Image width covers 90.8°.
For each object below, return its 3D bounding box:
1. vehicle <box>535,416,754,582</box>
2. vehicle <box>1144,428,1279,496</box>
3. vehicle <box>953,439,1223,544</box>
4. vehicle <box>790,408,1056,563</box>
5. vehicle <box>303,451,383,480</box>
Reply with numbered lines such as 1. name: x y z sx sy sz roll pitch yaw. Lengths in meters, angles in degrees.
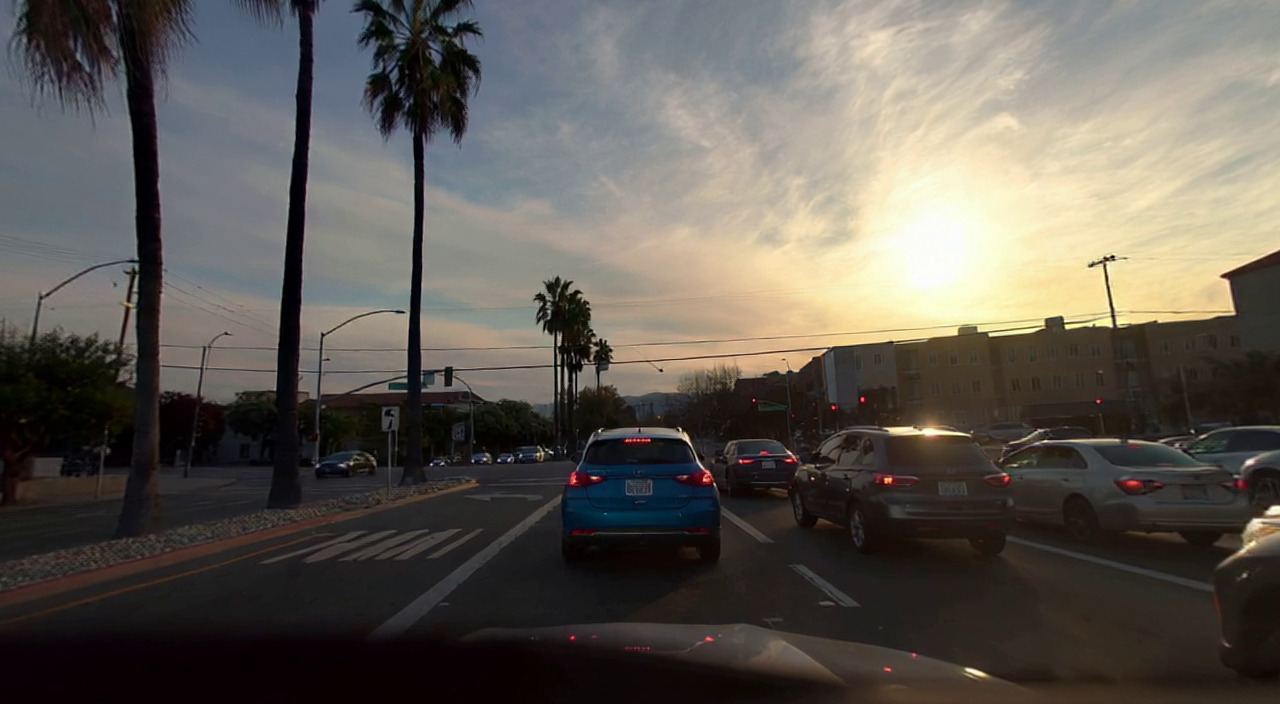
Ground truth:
1. vehicle: 0.035 1.709 8.109 2.083 1.572 4.021 0 -9 0
2. vehicle: 18.073 3.196 18.472 4.786 1.848 2.107 0 -9 -1
3. vehicle: 7.381 2.291 11.043 1.832 1.477 3.981 0 -9 1
4. vehicle: 3.679 1.813 9.239 1.947 1.725 4.159 0 -9 0
5. vehicle: -16.154 6.168 34.659 2.021 1.464 4.505 0 -9 2
